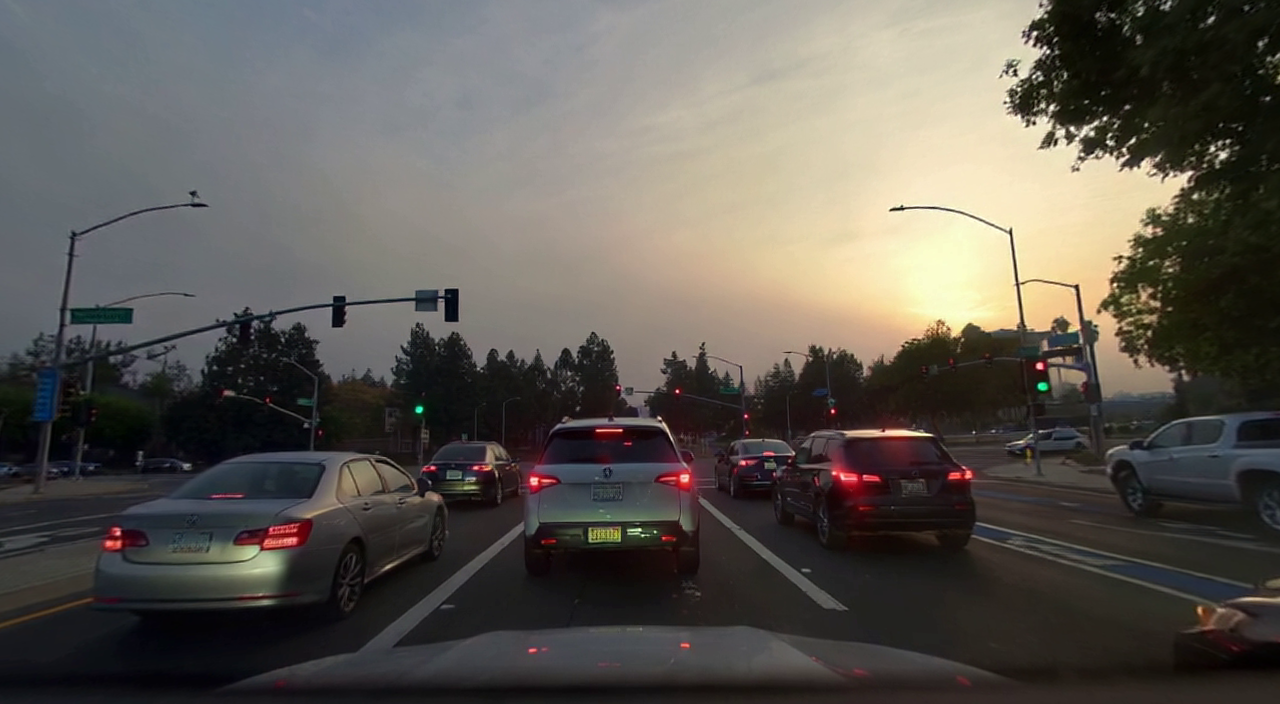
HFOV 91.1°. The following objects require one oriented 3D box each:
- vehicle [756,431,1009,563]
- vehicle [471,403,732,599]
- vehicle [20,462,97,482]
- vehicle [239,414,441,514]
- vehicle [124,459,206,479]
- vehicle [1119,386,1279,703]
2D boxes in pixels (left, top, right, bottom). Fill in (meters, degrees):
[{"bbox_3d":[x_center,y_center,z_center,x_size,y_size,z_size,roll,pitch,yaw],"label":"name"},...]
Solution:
[{"bbox_3d":[3.163,1.981,9.403,1.971,1.473,4.495,0,-8,0],"label":"vehicle"},{"bbox_3d":[-0.312,1.600,7.565,2.256,1.694,4.055,0,-9,1],"label":"vehicle"},{"bbox_3d":[-45.661,9.413,49.336,4.232,1.498,1.791,0,-9,1],"label":"vehicle"},{"bbox_3d":[-6.721,2.589,14.930,2.214,1.953,5.017,0,-9,1],"label":"vehicle"},{"bbox_3d":[-37.352,9.162,49.400,4.914,1.487,1.850,0,-9,1],"label":"vehicle"},{"bbox_3d":[3.301,0.666,0.785,1.980,1.515,4.362,0,-9,1],"label":"vehicle"}]
